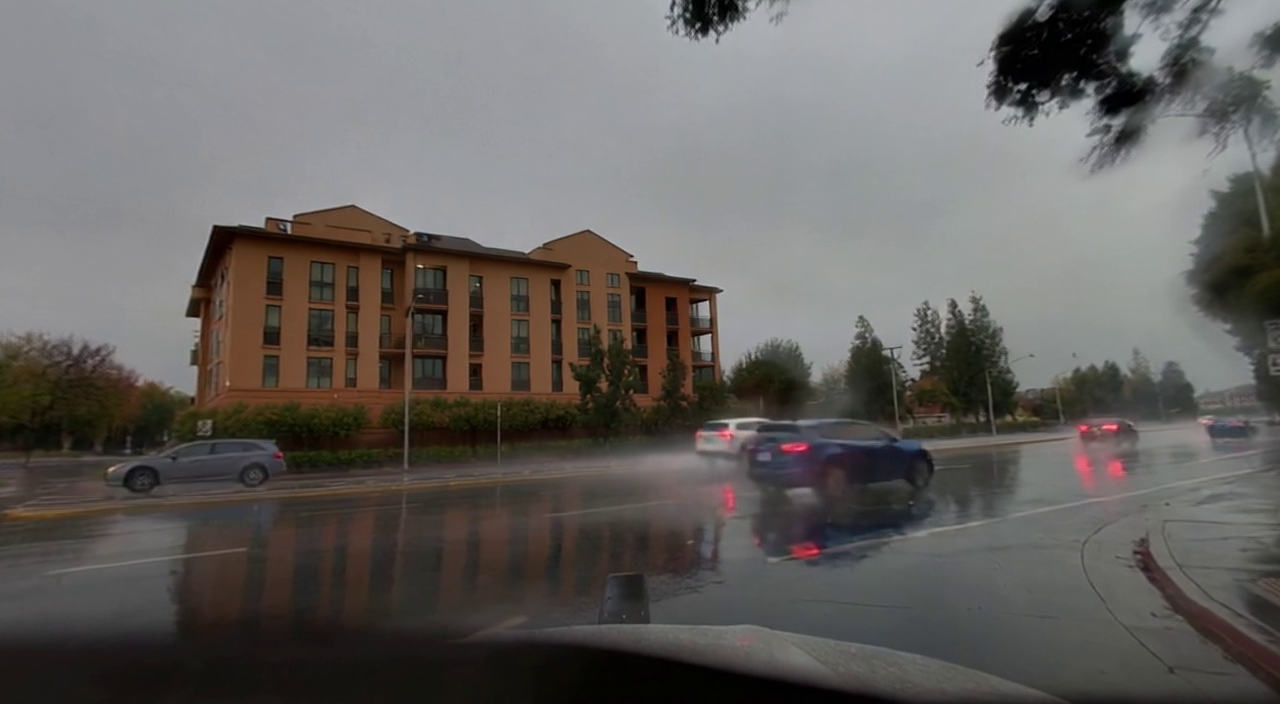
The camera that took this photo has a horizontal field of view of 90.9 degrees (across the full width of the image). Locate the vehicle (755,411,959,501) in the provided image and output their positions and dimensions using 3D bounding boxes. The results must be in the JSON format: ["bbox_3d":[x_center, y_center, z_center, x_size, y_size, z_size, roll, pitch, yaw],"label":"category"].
[{"bbox_3d":[4.806,2.223,13.765,4.438,1.625,2.033,6,-11,-37],"label":"vehicle"}]

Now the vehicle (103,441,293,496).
[{"bbox_3d":[-12.731,3.314,18.367,4.289,1.415,1.774,6,-11,-38],"label":"vehicle"}]

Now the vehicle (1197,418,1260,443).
[{"bbox_3d":[36.305,4.896,38.845,4.521,1.433,1.943,6,-10,-37],"label":"vehicle"}]

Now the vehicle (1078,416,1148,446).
[{"bbox_3d":[28.163,4.742,37.466,4.683,1.678,1.981,6,-11,-37],"label":"vehicle"}]

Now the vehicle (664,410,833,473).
[{"bbox_3d":[3.880,3.113,21.972,5.994,1.898,2.264,6,-11,-37],"label":"vehicle"}]
